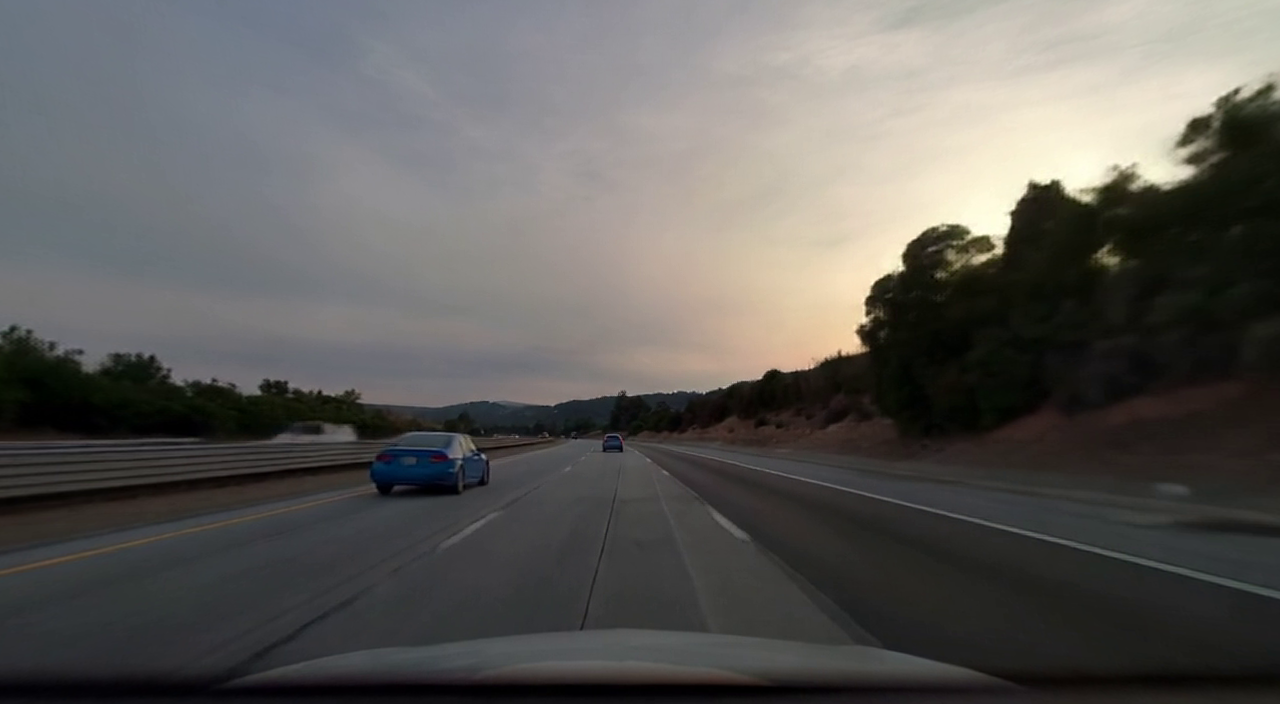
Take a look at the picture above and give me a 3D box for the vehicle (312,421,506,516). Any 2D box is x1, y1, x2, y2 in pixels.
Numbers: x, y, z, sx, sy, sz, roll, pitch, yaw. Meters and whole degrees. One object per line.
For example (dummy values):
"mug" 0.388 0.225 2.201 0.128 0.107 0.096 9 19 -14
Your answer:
"vehicle" -4.360 2.268 12.981 2.141 1.534 5.099 0 -8 -1

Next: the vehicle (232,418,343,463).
"vehicle" -12.894 3.272 23.396 1.829 1.475 4.093 0 -8 -1

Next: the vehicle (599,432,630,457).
"vehicle" -1.710 6.148 42.124 1.997 1.589 4.179 0 -8 -3
